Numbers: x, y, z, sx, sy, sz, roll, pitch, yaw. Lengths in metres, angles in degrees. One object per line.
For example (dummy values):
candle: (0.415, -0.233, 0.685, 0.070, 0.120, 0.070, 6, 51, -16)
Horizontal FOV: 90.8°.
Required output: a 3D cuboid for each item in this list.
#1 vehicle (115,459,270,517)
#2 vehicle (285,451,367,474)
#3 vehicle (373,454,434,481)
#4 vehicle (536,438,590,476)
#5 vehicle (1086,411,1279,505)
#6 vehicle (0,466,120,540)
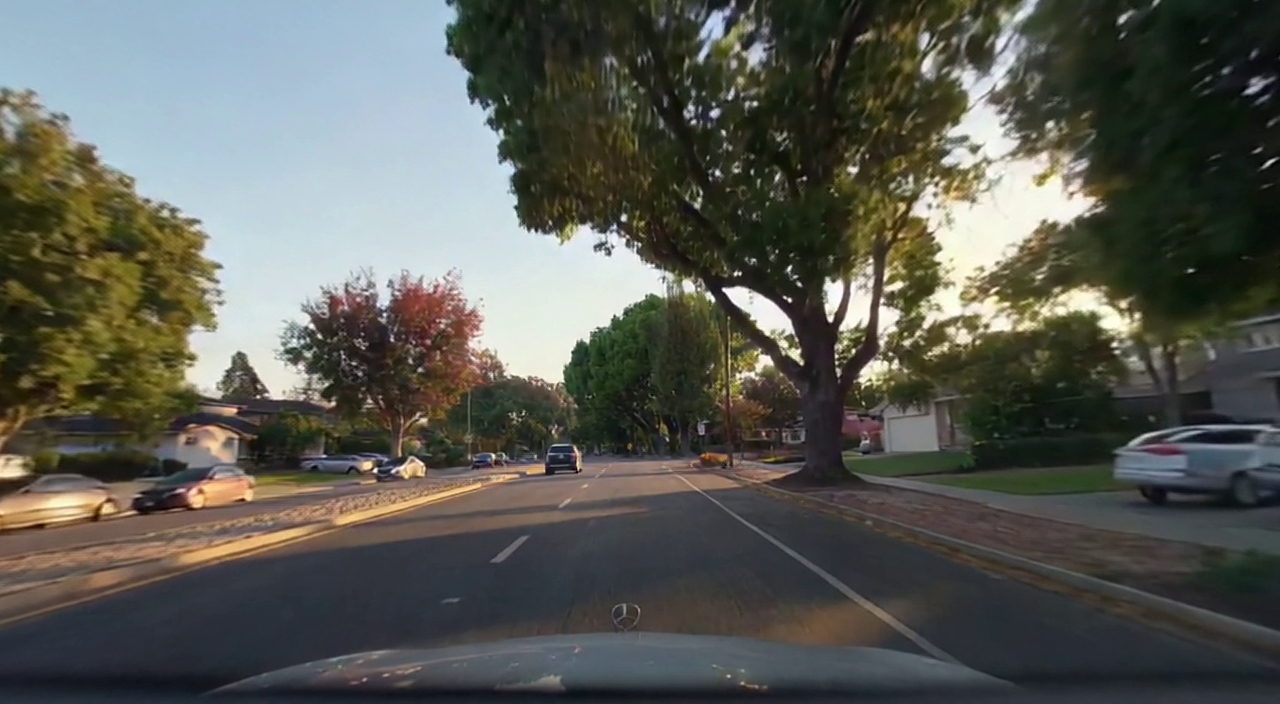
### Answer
vehicle: (-13.944, 4.220, 20.037, 1.884, 1.509, 4.110, 0, -8, 0)
vehicle: (-21.573, 7.578, 43.428, 4.669, 1.464, 1.879, -1, -9, 5)
vehicle: (-14.212, 6.946, 38.286, 1.900, 1.494, 4.730, 0, -8, 0)
vehicle: (-3.677, 5.131, 31.037, 2.135, 1.731, 4.232, 0, -9, 0)
vehicle: (10.594, 1.798, 10.832, 4.463, 1.440, 1.884, 0, -8, -2)
vehicle: (-14.152, 3.294, 13.759, 1.856, 1.477, 4.574, -2, -10, -2)
